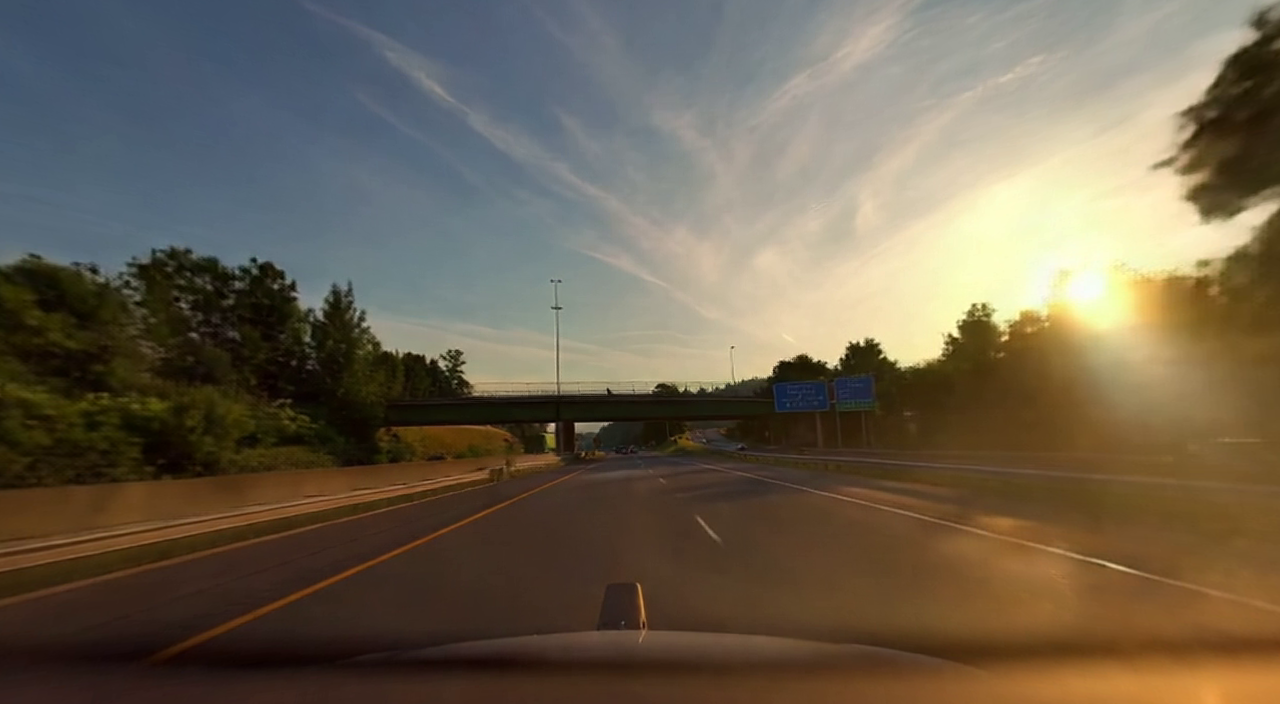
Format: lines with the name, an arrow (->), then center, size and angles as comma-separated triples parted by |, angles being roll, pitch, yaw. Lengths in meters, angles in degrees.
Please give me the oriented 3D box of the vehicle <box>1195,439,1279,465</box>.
vehicle -> 41.618, 6.901, 43.566 | 4.222, 1.708, 2.085 | -1, -9, 5
